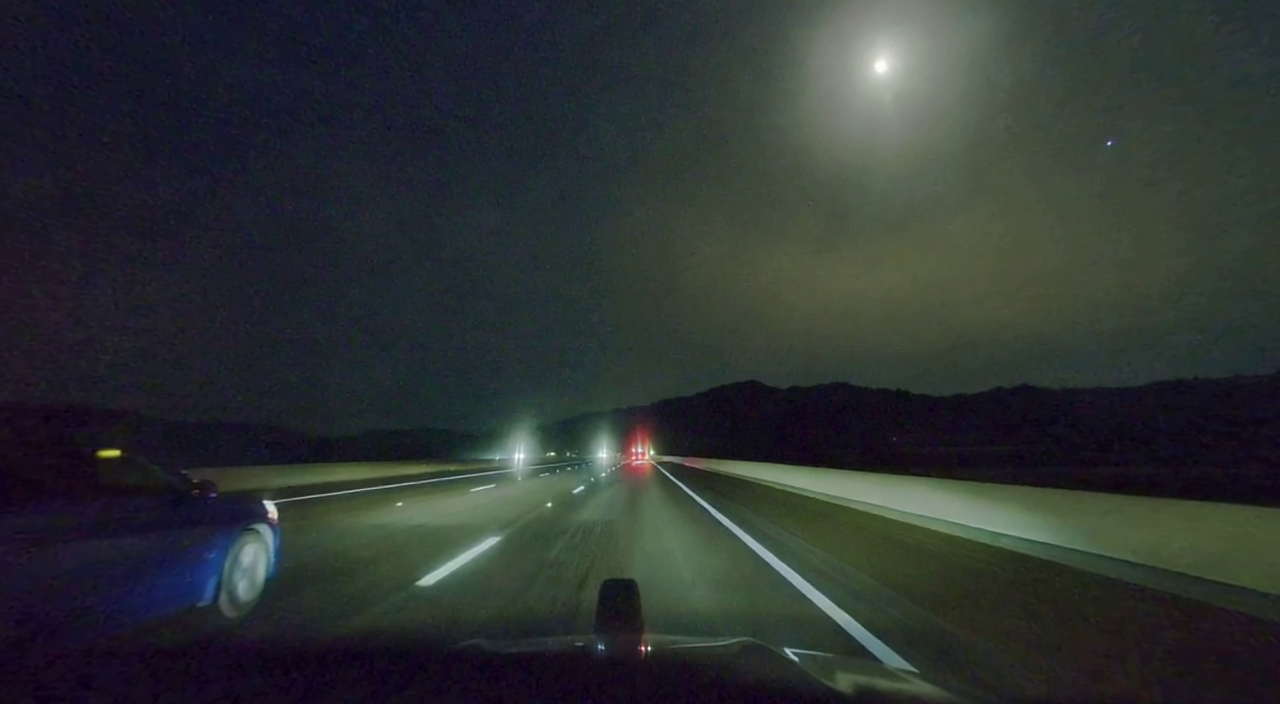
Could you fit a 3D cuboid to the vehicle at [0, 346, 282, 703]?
[{"bbox_3d":[-4.109,0.809,2.598,2.272,1.759,5.058,0,-9,0],"label":"vehicle"}]
